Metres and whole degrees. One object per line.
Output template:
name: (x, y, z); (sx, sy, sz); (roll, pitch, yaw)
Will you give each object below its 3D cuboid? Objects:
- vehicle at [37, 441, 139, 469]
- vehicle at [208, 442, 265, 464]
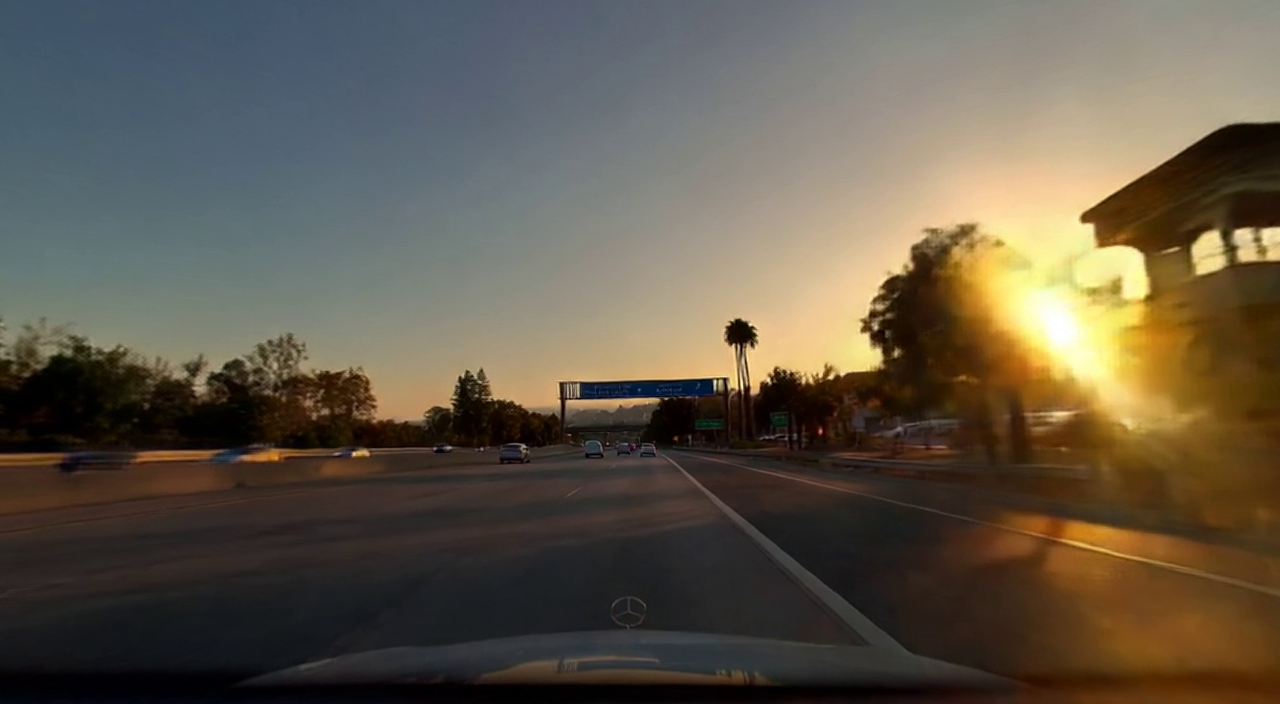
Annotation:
vehicle: (-35.699, 6.641, 40.975); (2.116, 1.672, 4.940); (0, -8, 0)
vehicle: (-28.235, 7.061, 44.213); (1.602, 1.425, 3.538); (0, -8, -1)
